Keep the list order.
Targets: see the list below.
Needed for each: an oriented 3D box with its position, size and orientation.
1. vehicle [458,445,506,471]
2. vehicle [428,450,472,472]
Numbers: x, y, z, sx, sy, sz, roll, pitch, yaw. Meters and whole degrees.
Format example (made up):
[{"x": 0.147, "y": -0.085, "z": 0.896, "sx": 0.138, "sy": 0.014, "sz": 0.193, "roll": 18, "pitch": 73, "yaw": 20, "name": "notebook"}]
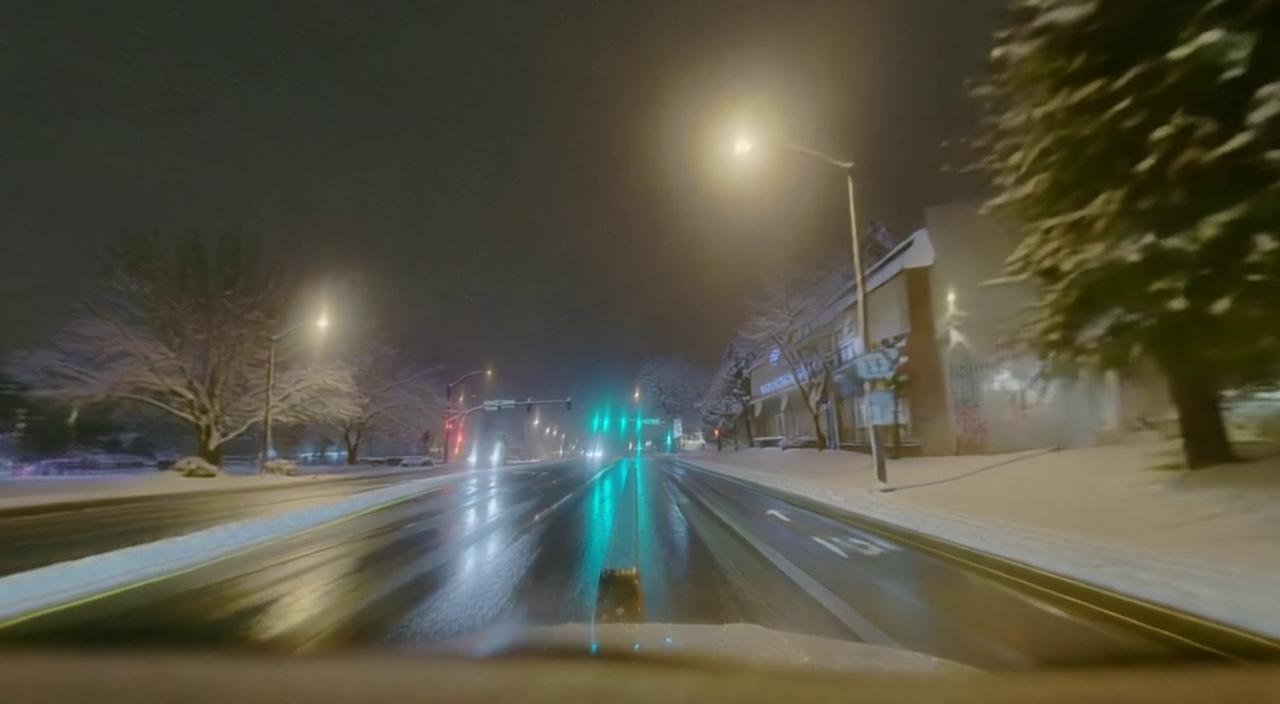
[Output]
[{"x": -10.350, "y": 6.955, "z": 41.653, "sx": 2.026, "sy": 1.577, "sz": 4.334, "roll": -2, "pitch": -9, "yaw": 0, "name": "vehicle"}, {"x": -14.207, "y": 8.163, "z": 47.412, "sx": 2.026, "sy": 1.521, "sz": 4.045, "roll": 0, "pitch": -9, "yaw": 1, "name": "vehicle"}]
